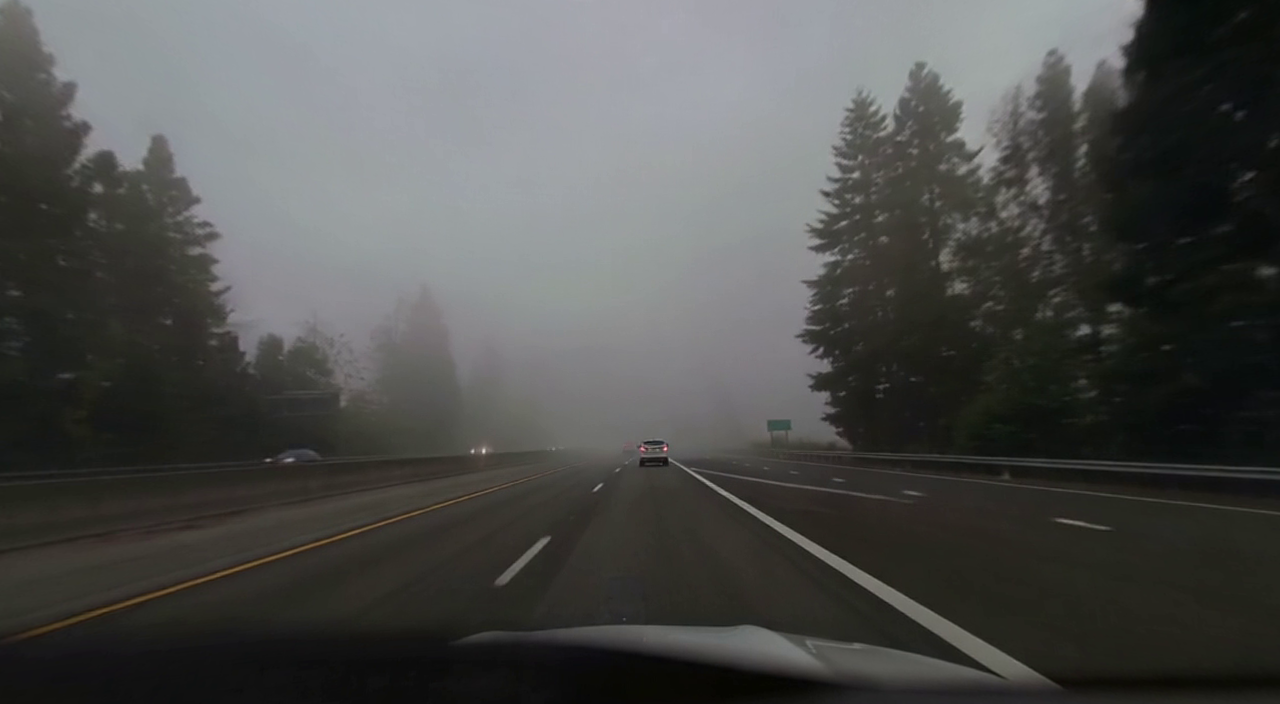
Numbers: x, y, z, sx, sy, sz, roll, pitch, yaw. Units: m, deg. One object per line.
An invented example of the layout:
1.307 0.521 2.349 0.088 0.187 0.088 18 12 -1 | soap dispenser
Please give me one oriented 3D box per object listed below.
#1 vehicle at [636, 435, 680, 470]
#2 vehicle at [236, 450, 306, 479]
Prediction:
0.928 5.483 34.477 2.260 1.766 4.348 0 -8 0 | vehicle
-25.331 7.694 43.484 2.056 1.767 4.468 -2 -8 1 | vehicle
